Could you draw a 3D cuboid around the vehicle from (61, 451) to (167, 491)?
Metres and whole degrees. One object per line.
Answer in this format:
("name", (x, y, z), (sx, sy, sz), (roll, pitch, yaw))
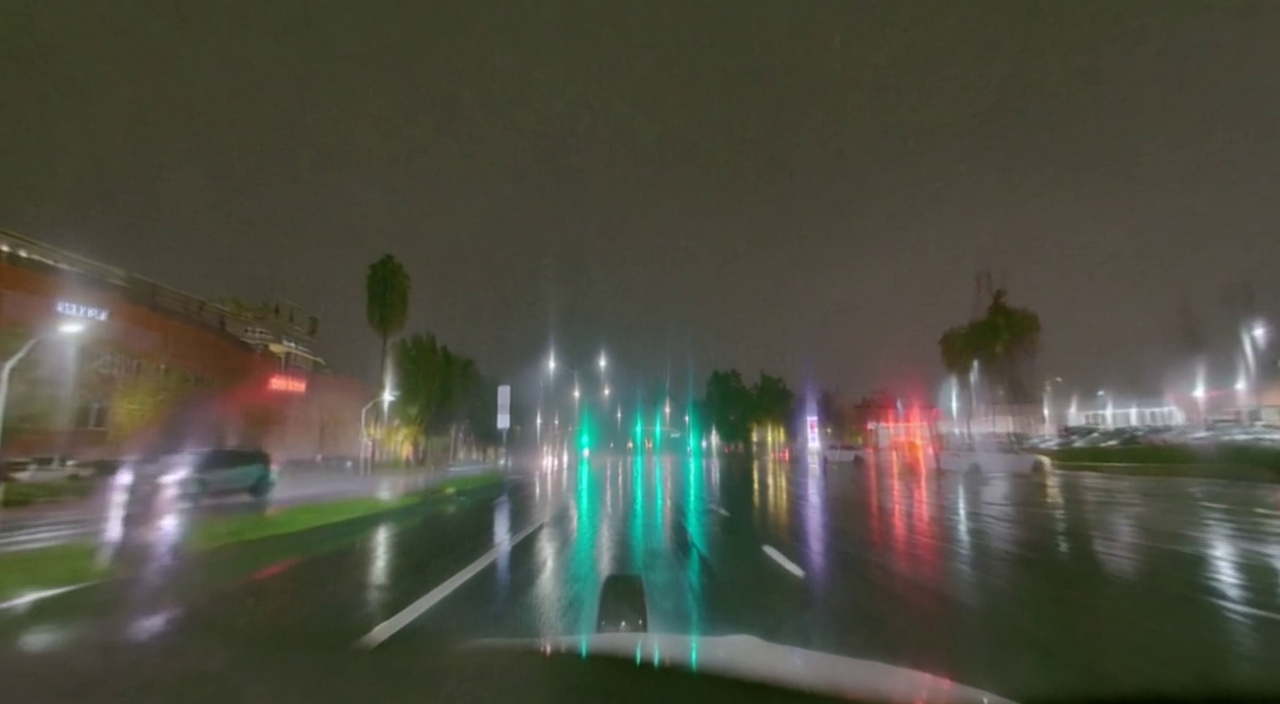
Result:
("vehicle", (-31.331, 7.044, 37.646), (2.160, 2.118, 4.989), (0, -9, -3))

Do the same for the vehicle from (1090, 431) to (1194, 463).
("vehicle", (29.554, 5.619, 37.075), (4.342, 1.641, 1.975), (-3, -8, 0))

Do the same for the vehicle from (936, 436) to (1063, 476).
("vehicle", (17.049, 4.935, 29.946), (4.720, 1.769, 2.229), (0, -9, -5))

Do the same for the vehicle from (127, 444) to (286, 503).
("vehicle", (-15.830, 4.401, 23.386), (2.266, 1.924, 5.024), (0, -9, 1))
